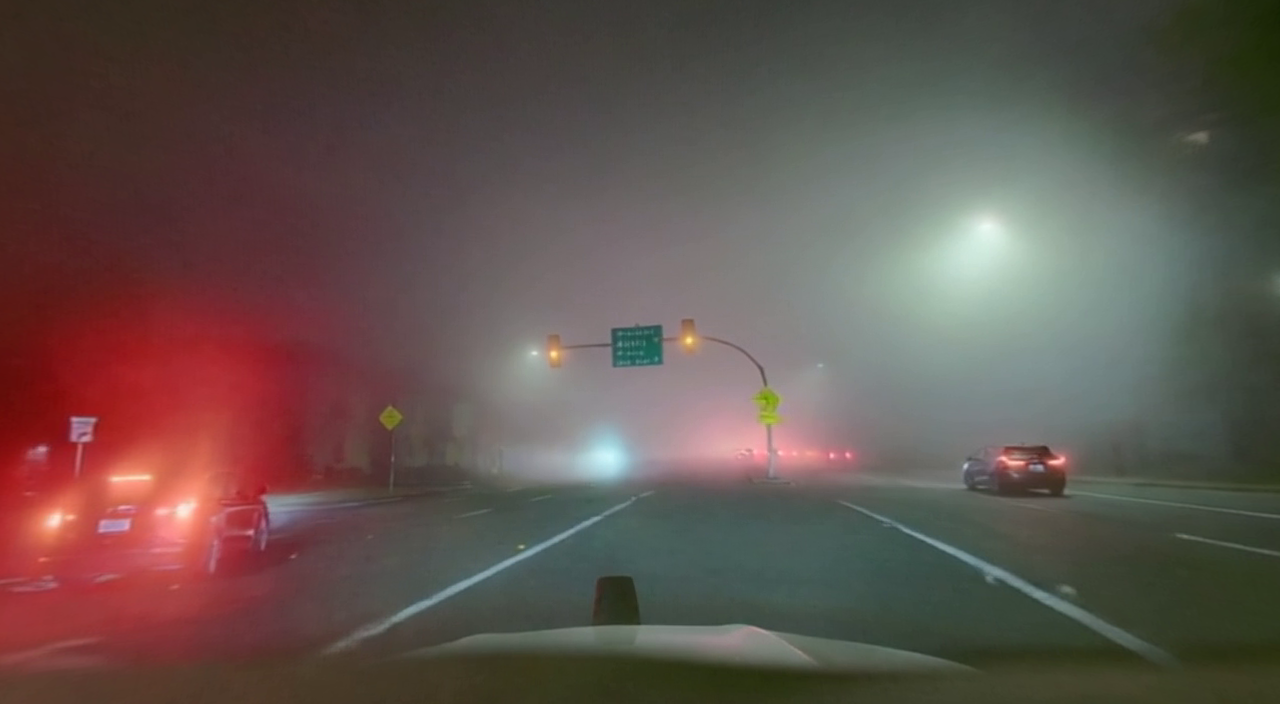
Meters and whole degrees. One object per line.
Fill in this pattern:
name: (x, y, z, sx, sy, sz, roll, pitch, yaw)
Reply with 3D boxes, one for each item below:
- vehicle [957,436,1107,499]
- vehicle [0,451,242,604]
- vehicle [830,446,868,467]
vehicle: (11.217, 3.324, 18.369, 2.007, 1.586, 4.210, -2, -9, 7)
vehicle: (-6.832, 2.156, 8.589, 2.014, 1.525, 3.670, 6, -11, -35)
vehicle: (16.040, 8.041, 48.316, 1.931, 1.475, 4.092, -2, -9, 7)
